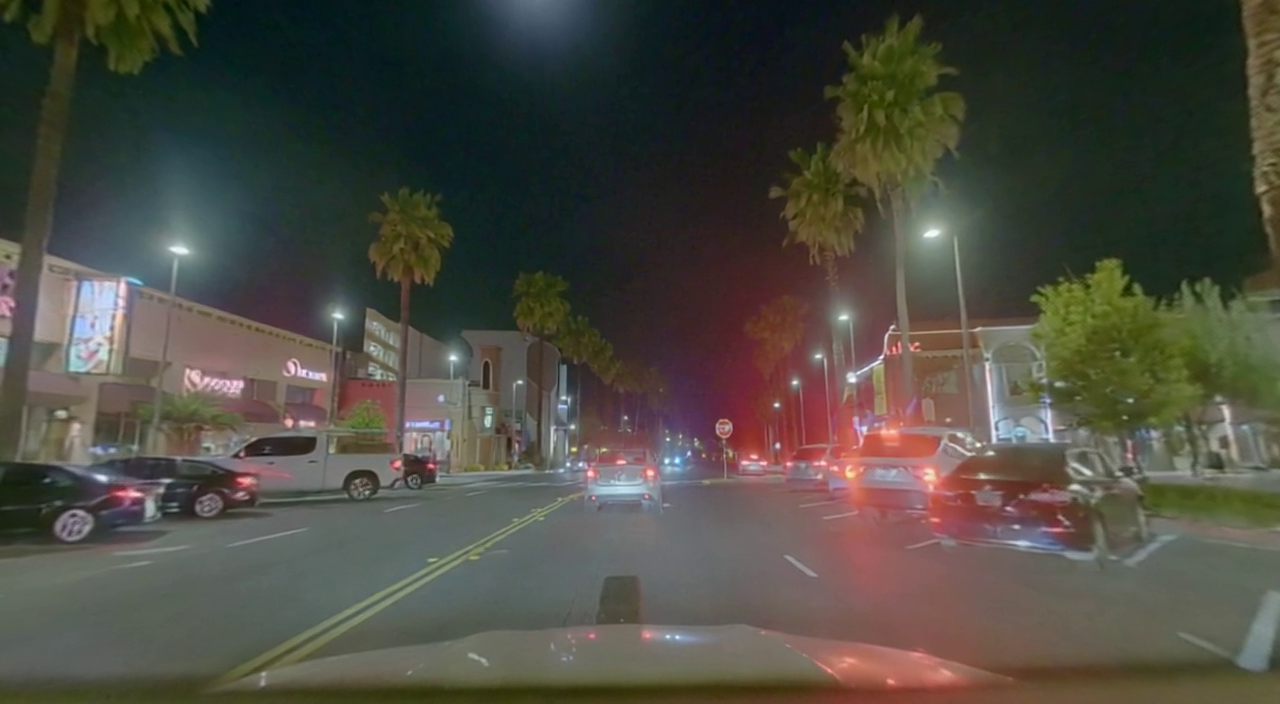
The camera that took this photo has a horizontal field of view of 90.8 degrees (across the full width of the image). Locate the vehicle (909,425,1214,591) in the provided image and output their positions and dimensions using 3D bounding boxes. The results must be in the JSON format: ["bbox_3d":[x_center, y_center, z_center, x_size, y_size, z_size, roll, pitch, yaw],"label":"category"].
[{"bbox_3d":[5.367,1.751,7.881,4.105,1.509,1.839,7,-11,-38],"label":"vehicle"}]

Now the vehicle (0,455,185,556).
[{"bbox_3d":[-10.180,2.450,10.338,4.266,1.458,1.976,7,-11,-37],"label":"vehicle"}]

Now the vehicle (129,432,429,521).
[{"bbox_3d":[-10.043,3.407,18.197,6.873,2.051,2.823,8,-12,-43],"label":"vehicle"}]

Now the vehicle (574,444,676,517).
[{"bbox_3d":[-0.204,2.950,15.029,2.031,1.479,3.969,-1,-9,4],"label":"vehicle"}]
